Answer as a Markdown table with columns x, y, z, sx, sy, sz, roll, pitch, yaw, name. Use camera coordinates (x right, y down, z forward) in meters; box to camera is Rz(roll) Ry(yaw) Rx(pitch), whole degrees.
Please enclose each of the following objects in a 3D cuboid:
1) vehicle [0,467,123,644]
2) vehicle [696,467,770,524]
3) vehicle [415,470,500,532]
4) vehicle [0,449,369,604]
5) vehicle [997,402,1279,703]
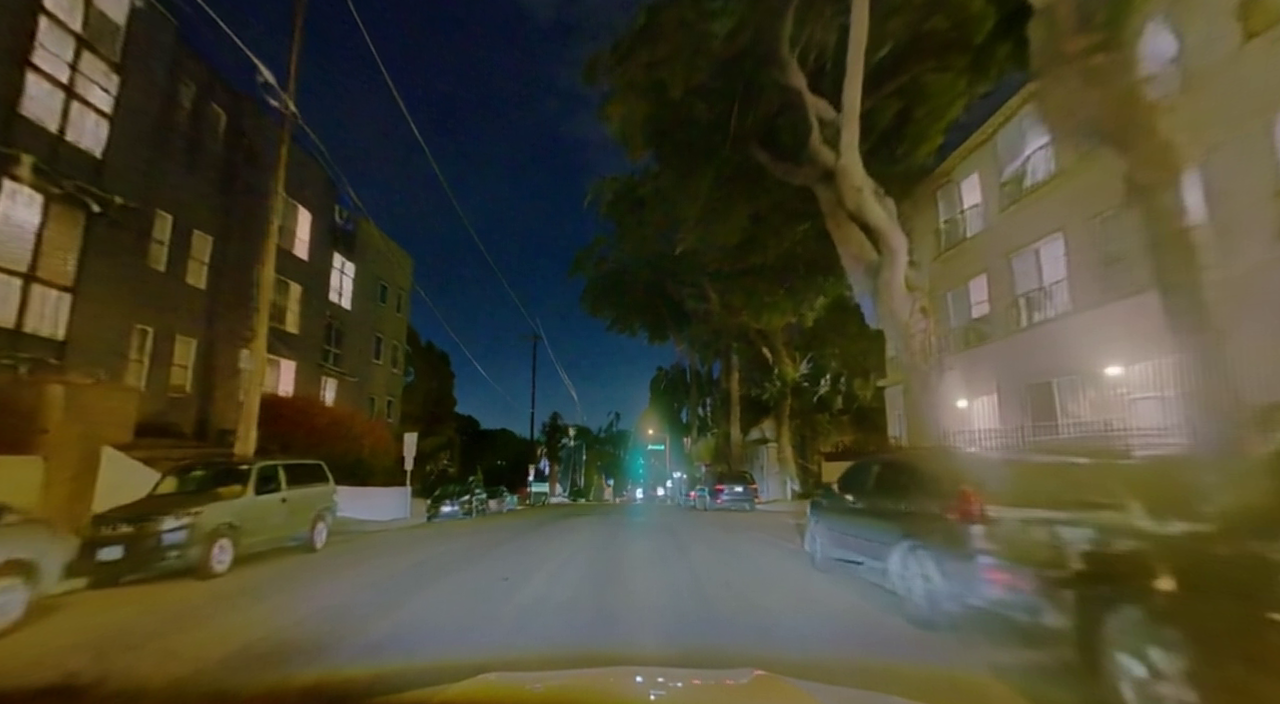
| x | y | z | sx | sy | sz | roll | pitch | yaw | name |
| --- | --- | --- | --- | --- | --- | --- | --- | --- | --- |
| -6.388 | 1.601 | 4.290 | 1.960 | 1.437 | 4.454 | 0 | -8 | -1 | vehicle |
| 2.877 | 4.550 | 20.316 | 1.756 | 1.455 | 3.965 | 0 | -8 | -1 | vehicle |
| -6.711 | 5.488 | 23.719 | 1.933 | 1.824 | 5.142 | 0 | -8 | -3 | vehicle |
| -6.535 | 2.432 | 10.008 | 2.017 | 1.683 | 5.412 | 0 | -8 | 0 | vehicle |
| 3.063 | 0.755 | 0.860 | 2.212 | 1.476 | 4.678 | 1 | -8 | -3 | vehicle |
